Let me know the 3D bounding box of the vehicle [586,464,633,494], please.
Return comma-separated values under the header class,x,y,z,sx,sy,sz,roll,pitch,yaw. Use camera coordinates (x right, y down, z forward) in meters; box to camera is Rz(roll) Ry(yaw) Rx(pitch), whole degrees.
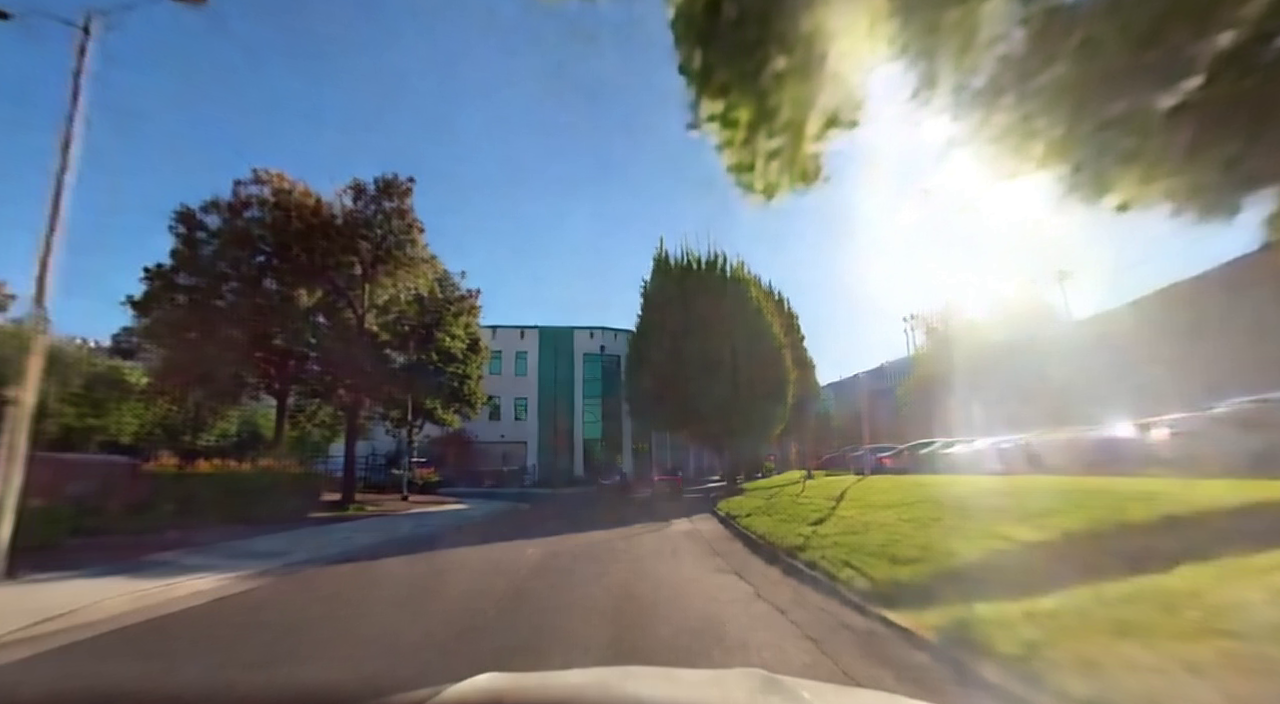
class,x,y,z,sx,sy,sz,roll,pitch,yaw
vehicle,-1.887,8.136,40.583,2.022,1.776,4.625,-3,-10,10
